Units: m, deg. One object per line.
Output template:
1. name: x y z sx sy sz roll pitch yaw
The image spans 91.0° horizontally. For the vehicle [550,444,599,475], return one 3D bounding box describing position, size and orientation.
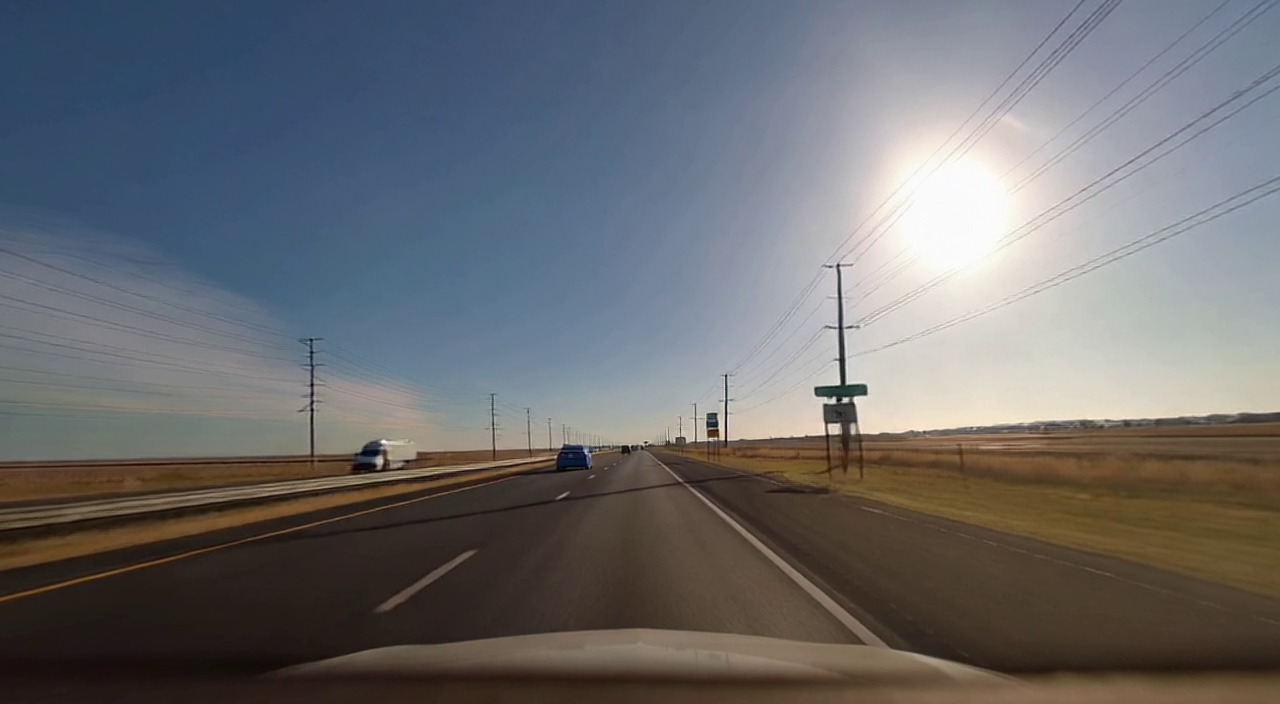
1. vehicle: -3.437 5.735 33.907 2.106 1.543 4.465 0 -9 1
